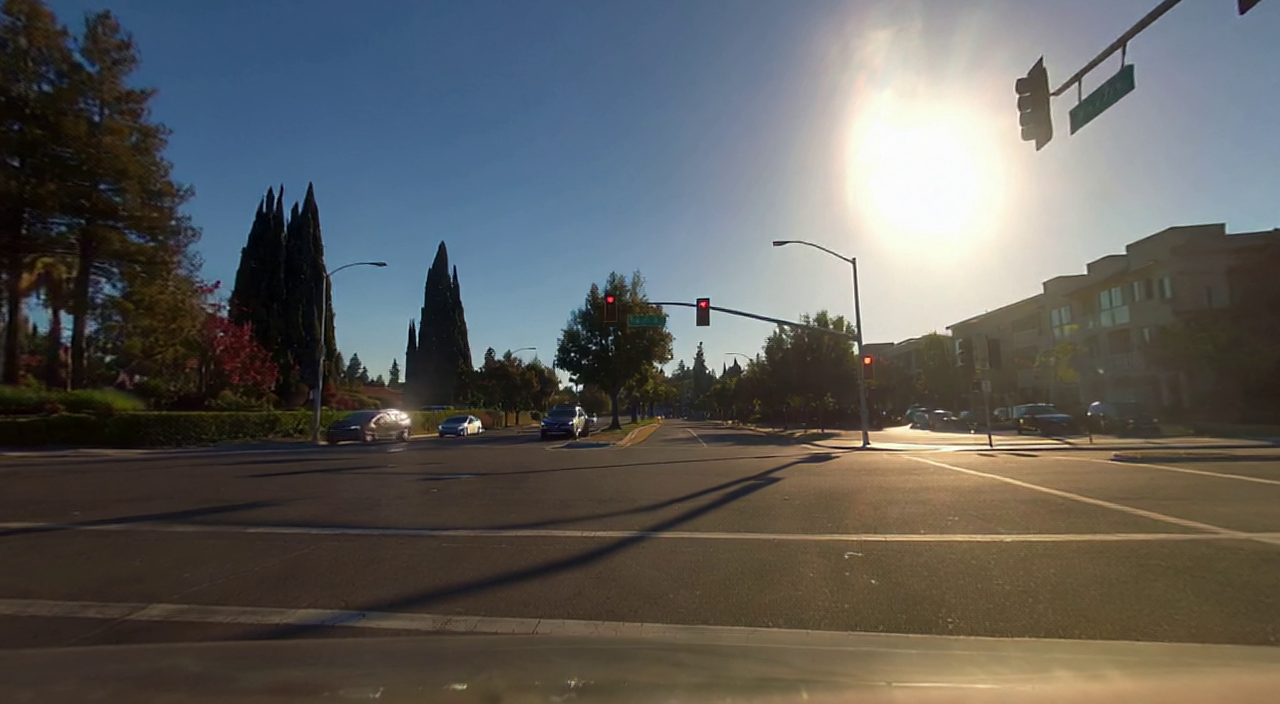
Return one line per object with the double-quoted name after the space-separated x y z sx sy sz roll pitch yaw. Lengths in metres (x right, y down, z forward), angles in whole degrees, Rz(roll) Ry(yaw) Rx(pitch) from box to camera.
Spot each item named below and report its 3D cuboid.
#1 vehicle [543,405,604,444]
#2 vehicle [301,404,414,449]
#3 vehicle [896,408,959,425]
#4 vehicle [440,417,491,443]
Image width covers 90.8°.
-3.447 3.956 33.807 2.306 1.907 5.382 -1 -8 4 "vehicle"
-13.041 3.579 29.632 2.340 1.902 4.920 -2 -9 11 "vehicle"
22.008 4.942 48.440 3.933 1.219 1.700 -1 -9 3 "vehicle"
-11.239 5.119 41.085 1.899 1.510 4.294 -1 -8 3 "vehicle"
